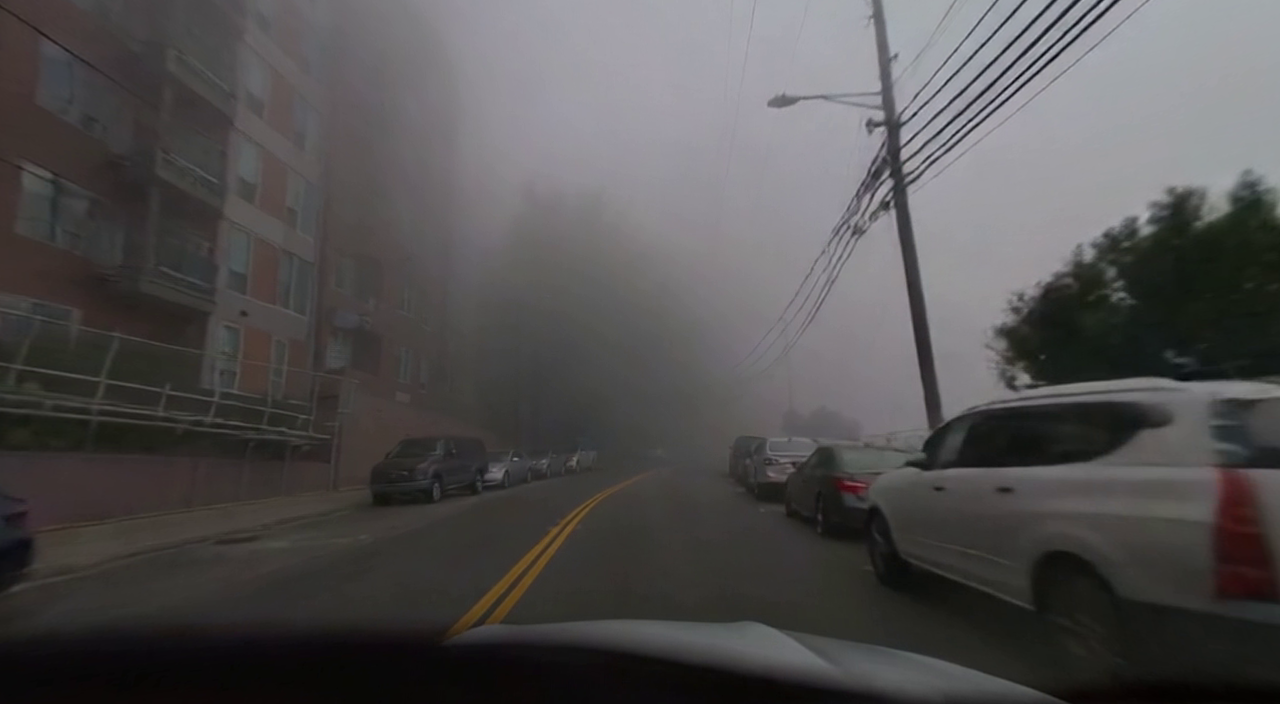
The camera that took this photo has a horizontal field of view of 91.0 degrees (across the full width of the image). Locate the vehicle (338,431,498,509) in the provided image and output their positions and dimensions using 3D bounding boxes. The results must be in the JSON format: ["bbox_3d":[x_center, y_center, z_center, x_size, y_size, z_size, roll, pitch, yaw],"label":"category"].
[{"bbox_3d":[-6.043,3.293,18.160,2.194,1.861,5.725,-1,-9,4],"label":"vehicle"}]

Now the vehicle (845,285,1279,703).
[{"bbox_3d":[3.145,0.995,3.990,2.000,1.871,4.797,0,-9,-1],"label":"vehicle"}]
